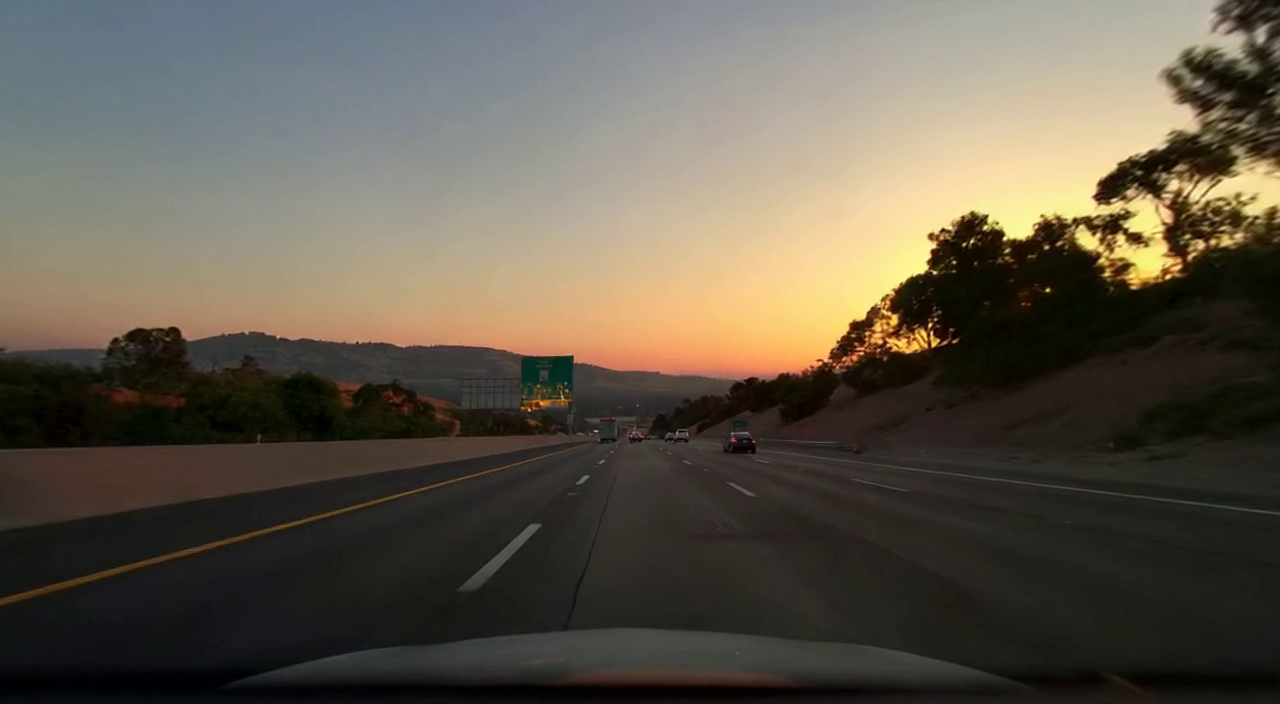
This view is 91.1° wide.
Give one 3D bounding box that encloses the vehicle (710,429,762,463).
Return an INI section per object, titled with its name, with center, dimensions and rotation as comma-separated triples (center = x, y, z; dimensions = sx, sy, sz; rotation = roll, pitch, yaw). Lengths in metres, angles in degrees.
[vehicle]
center = 4.613, 4.560, 30.710
dimensions = 1.802, 1.492, 3.804
rotation = 0, -8, -2
